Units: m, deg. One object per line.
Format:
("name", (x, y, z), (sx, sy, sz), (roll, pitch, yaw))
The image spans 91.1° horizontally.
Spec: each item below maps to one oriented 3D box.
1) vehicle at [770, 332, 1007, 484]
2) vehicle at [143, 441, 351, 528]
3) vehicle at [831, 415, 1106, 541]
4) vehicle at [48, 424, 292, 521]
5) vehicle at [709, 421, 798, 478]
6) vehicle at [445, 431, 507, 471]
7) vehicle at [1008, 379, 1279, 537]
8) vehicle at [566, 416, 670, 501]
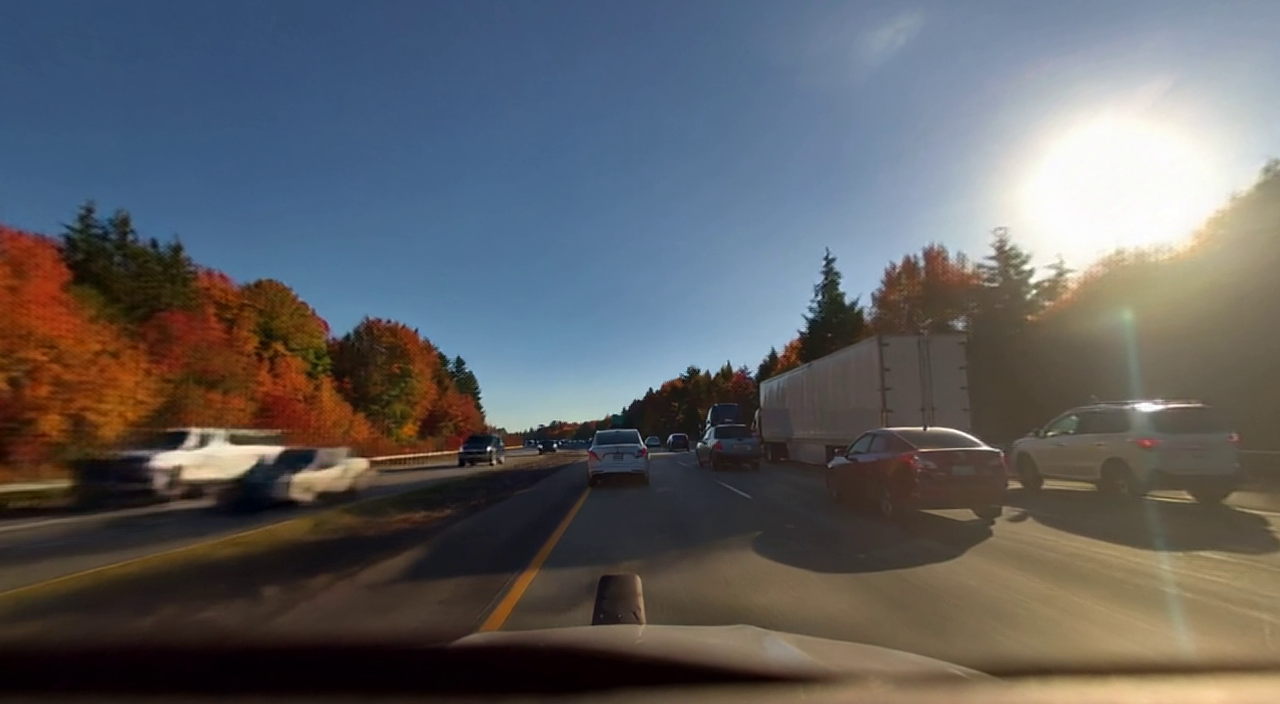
("vehicle", (8.160, 2.435, 24.062), (2.908, 4.099, 14.103), (0, -8, -2))
("vehicle", (-8.023, 2.687, 13.386), (1.872, 1.521, 3.962), (0, -8, 0))
("vehicle", (4.645, 1.820, 9.775), (2.040, 1.523, 4.068), (0, -8, -1))
("vehicle", (-11.597, 2.958, 16.211), (2.338, 2.059, 5.149), (0, -8, -1))
("vehicle", (3.647, 3.231, 21.056), (2.147, 1.707, 3.963), (0, -8, -2))
("vehicle", (-8.449, 5.122, 32.860), (2.152, 1.903, 4.339), (0, -8, -1))
("vehicle", (8.545, 1.630, 10.262), (2.116, 1.965, 4.691), (0, -8, -1))
("vehicle", (-0.480, 2.461, 14.996), (2.087, 1.709, 4.455), (0, -8, -1))
